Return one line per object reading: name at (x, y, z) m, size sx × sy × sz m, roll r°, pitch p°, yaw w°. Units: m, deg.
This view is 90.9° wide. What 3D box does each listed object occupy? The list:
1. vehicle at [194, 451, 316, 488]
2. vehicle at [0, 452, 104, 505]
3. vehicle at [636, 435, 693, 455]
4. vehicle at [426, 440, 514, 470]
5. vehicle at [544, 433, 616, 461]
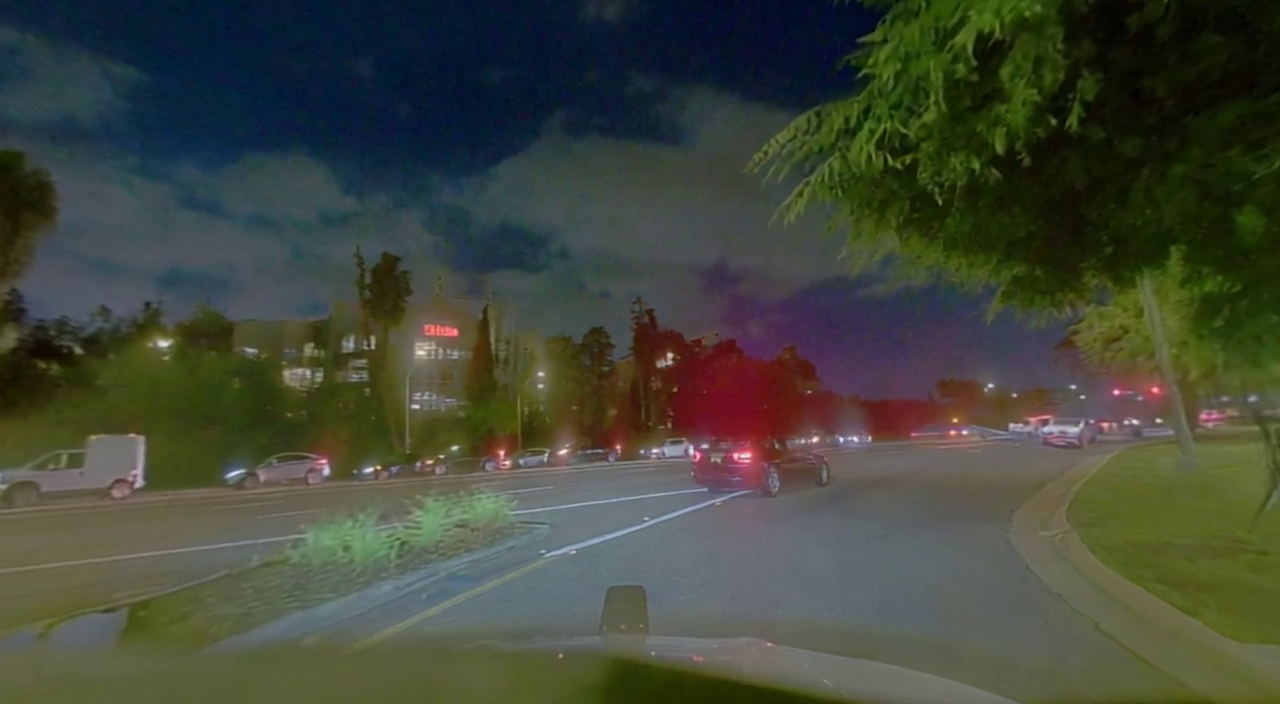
vehicle at (-17.674, 5.349, 29.047) m, size 1.777 × 1.497 × 4.399 m, roll -8°, pitch -12°, yaw 44°
vehicle at (-23.411, 4.626, 23.221) m, size 2.002 × 1.838 × 5.256 m, roll -8°, pitch -12°, yaw 44°
vehicle at (1.924, 7.154, 48.327) m, size 4.377 × 1.473 × 1.832 m, roll 8°, pitch -12°, yaw -44°
vehicle at (-9.817, 5.973, 36.688) m, size 1.876 × 1.642 × 4.600 m, roll -8°, pitch -12°, yaw 43°
vehicle at (-4.012, 6.449, 42.668) m, size 1.969 × 1.758 × 4.662 m, roll -8°, pitch -12°, yaw 44°
